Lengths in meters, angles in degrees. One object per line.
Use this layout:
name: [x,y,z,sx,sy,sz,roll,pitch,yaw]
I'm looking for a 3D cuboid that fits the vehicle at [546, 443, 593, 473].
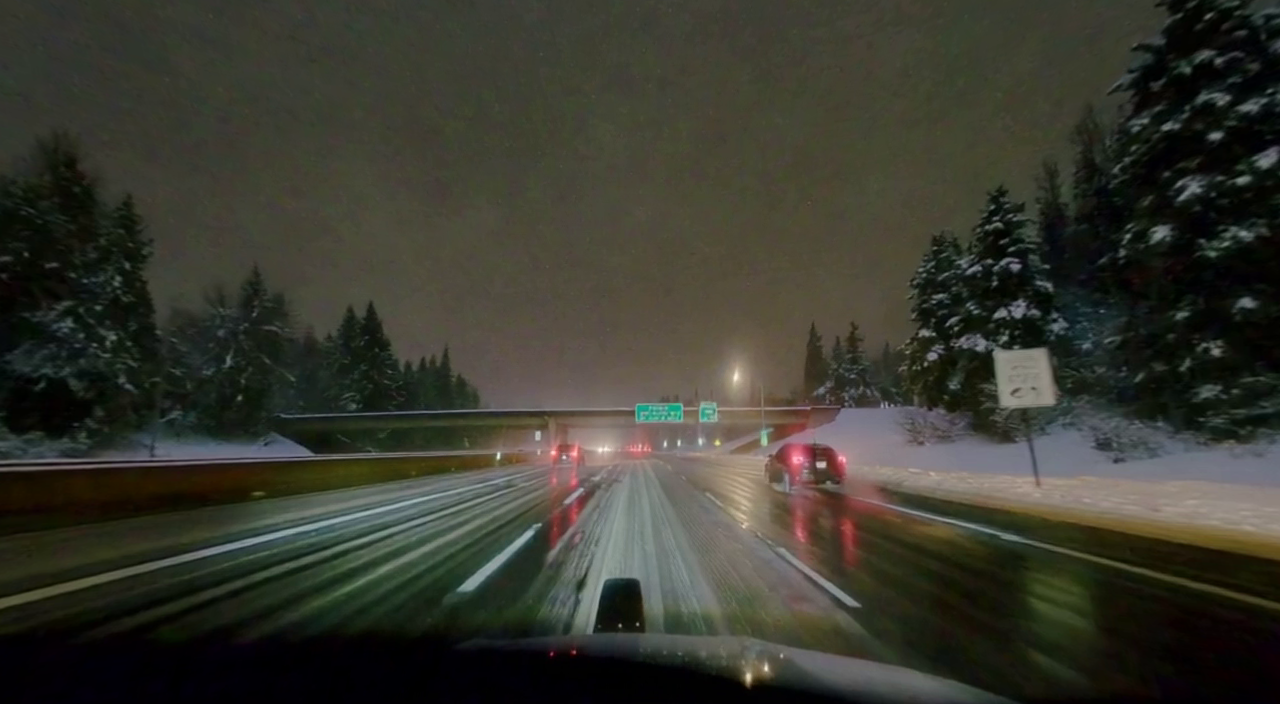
vehicle: [-3.882,5.950,35.660,2.091,1.544,4.409,0,-8,1]
